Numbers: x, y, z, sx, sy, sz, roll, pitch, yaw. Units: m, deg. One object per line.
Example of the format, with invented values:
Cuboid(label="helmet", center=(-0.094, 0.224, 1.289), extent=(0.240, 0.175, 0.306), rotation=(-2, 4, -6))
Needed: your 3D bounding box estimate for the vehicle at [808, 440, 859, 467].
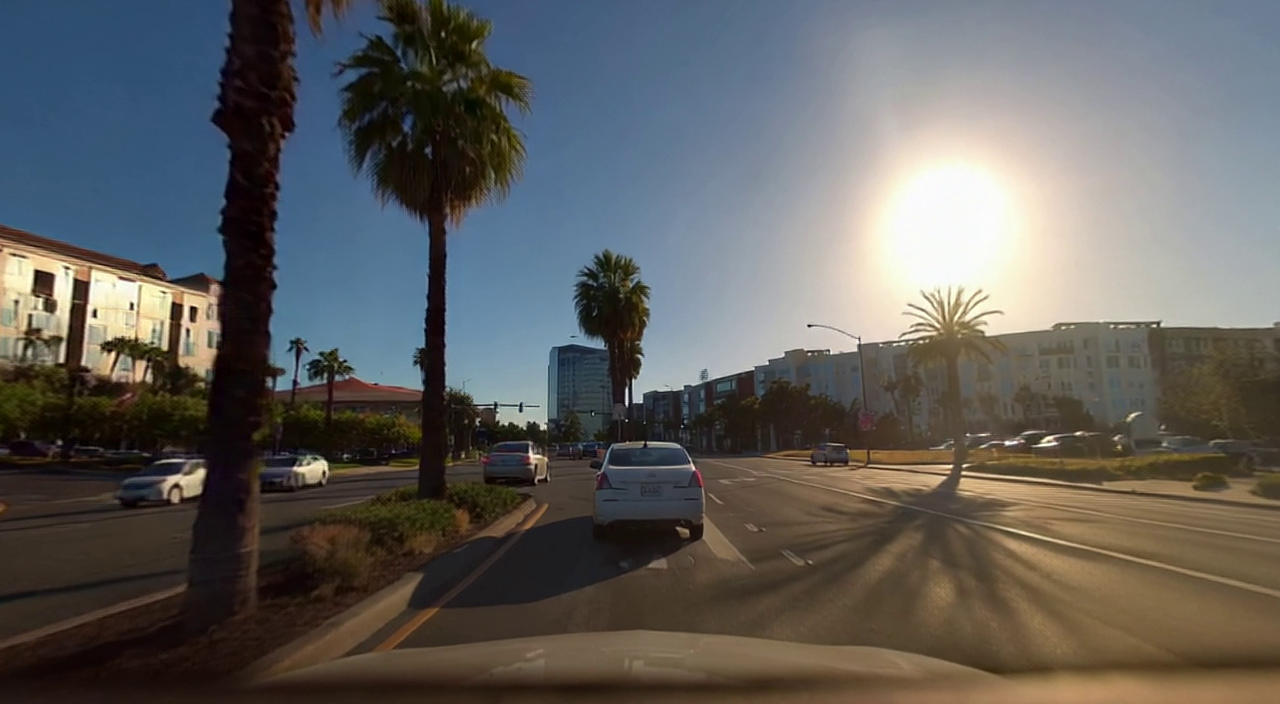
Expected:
Cuboid(label="vehicle", center=(14.092, 7.404, 46.391), extent=(2.131, 1.832, 5.203), rotation=(0, -9, 1))

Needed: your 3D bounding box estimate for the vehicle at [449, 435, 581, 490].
Cuboid(label="vehicle", center=(-4.112, 3.499, 20.367), extent=(2.095, 1.552, 4.457), rotation=(8, -12, -43))

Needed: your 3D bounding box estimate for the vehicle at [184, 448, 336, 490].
Cuboid(label="vehicle", center=(-14.521, 4.451, 24.284), extent=(4.585, 1.479, 2.088), rotation=(-1, -9, 7))

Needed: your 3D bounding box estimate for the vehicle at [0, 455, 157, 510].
Cuboid(label="vehicle", center=(-16.687, 3.792, 18.746), extent=(4.071, 1.442, 1.948), rotation=(-4, -9, 24))

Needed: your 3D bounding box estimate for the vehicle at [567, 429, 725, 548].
Cuboid(label="vehicle", center=(-0.008, 2.047, 10.189), extent=(1.986, 1.473, 4.382), rotation=(0, -9, -2))

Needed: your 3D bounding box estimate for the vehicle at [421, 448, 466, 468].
Cuboid(label="vehicle", center=(-15.254, 8.225, 49.328), extent=(2.099, 1.464, 4.615), rotation=(0, -9, -1))
